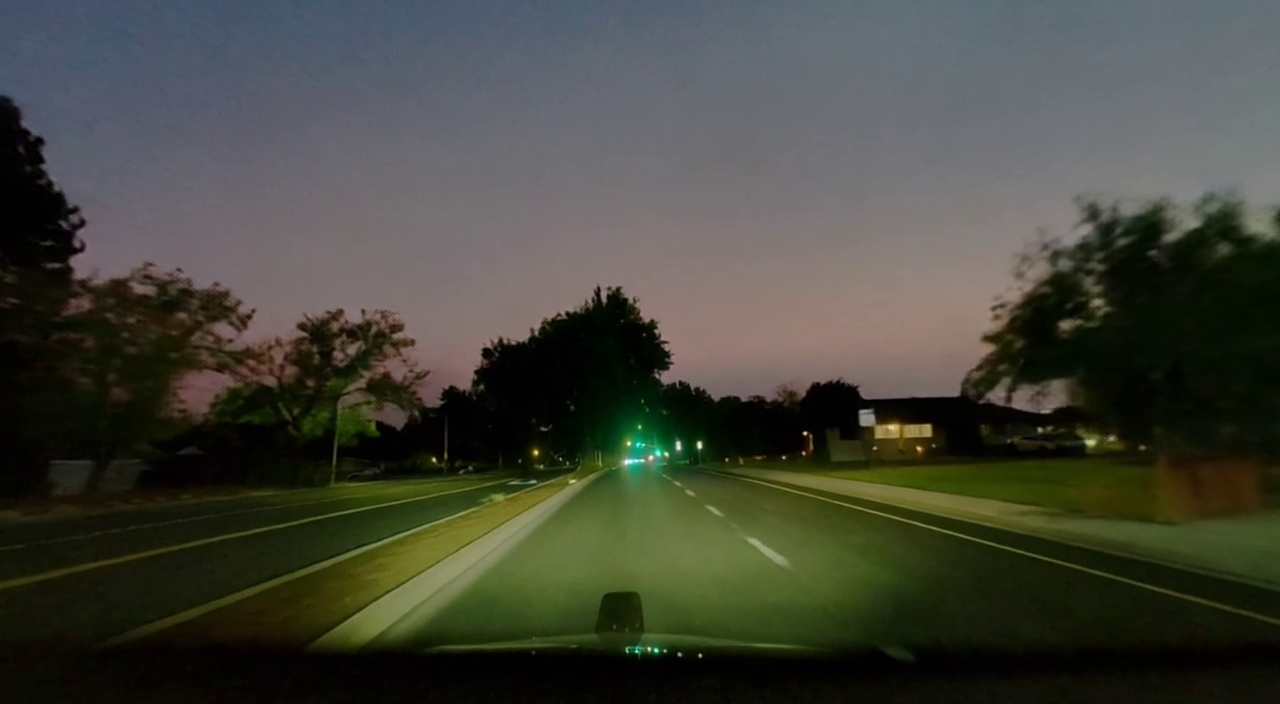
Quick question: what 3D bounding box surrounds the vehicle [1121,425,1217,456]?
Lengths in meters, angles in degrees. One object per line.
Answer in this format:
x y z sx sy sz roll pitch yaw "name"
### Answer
32.322 5.500 38.817 2.031 1.648 4.246 0 -11 -3 "vehicle"
